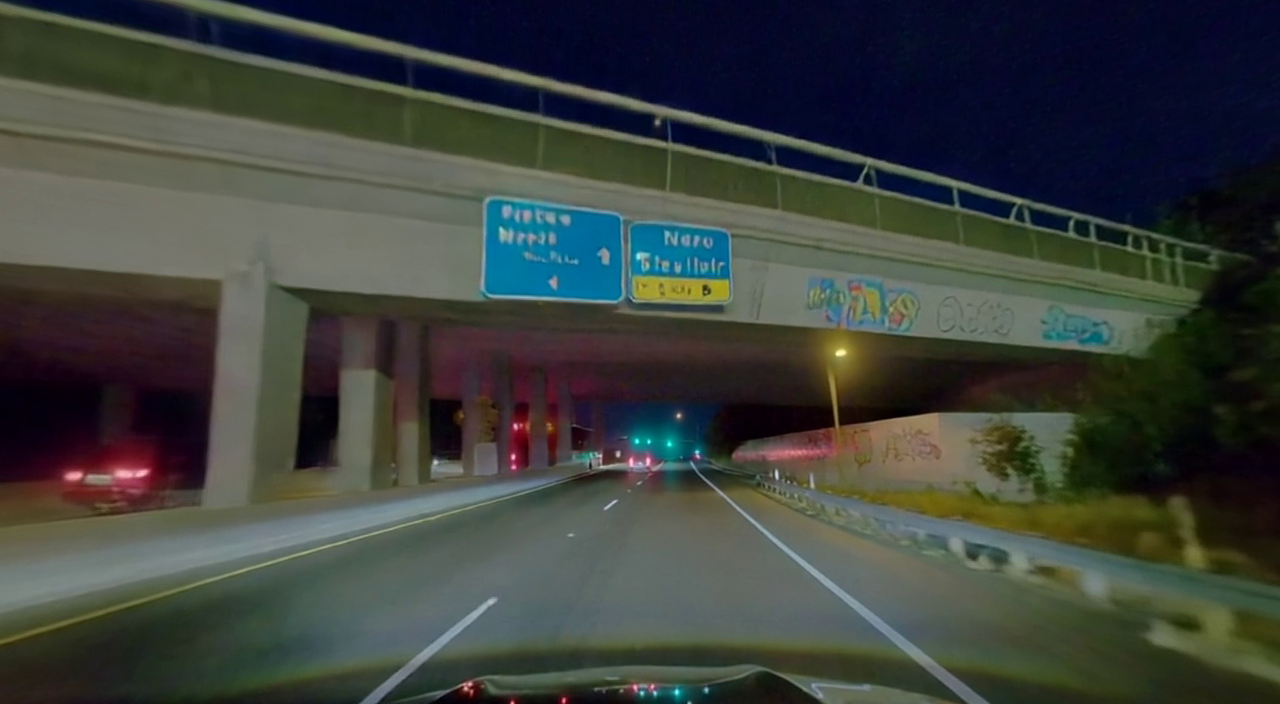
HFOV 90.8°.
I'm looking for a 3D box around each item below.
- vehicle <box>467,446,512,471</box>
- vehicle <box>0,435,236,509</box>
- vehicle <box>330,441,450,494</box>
[{"bbox_3d":[-11.082,7.903,46.868,1.962,1.731,4.523,-1,-8,4],"label":"vehicle"},{"bbox_3d":[-13.093,2.986,16.256,2.059,1.615,4.688,-1,-8,3],"label":"vehicle"},{"bbox_3d":[-8.322,3.873,21.555,1.979,1.600,4.516,-1,-8,4],"label":"vehicle"}]
